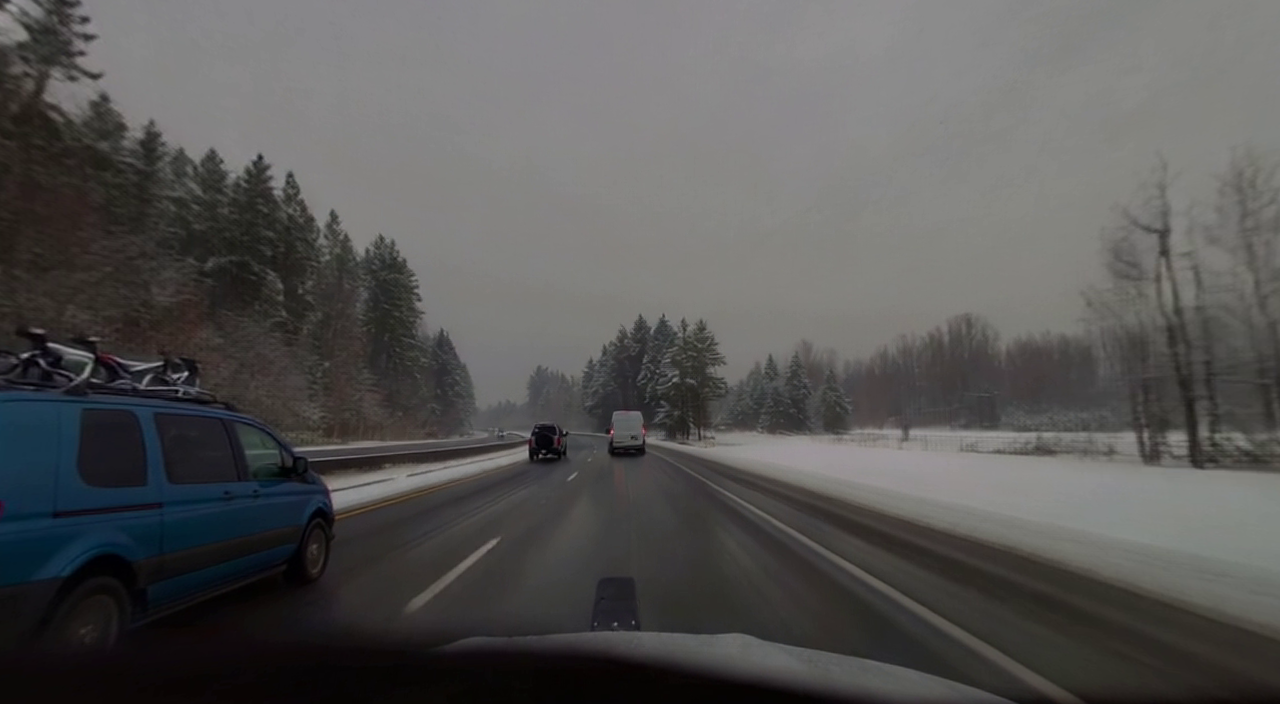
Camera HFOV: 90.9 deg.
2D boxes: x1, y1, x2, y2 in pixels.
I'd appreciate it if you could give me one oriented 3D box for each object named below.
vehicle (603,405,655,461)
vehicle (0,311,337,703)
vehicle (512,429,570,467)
[{"bbox_3d":[-0.745,4.624,35.832,2.647,2.896,6.480,0,-8,-3],"label":"vehicle"},{"bbox_3d":[-3.596,0.783,2.950,2.069,1.751,4.720,0,-8,-1],"label":"vehicle"},{"bbox_3d":[-4.544,4.460,29.631,2.110,1.636,4.453,0,-8,-1],"label":"vehicle"}]
